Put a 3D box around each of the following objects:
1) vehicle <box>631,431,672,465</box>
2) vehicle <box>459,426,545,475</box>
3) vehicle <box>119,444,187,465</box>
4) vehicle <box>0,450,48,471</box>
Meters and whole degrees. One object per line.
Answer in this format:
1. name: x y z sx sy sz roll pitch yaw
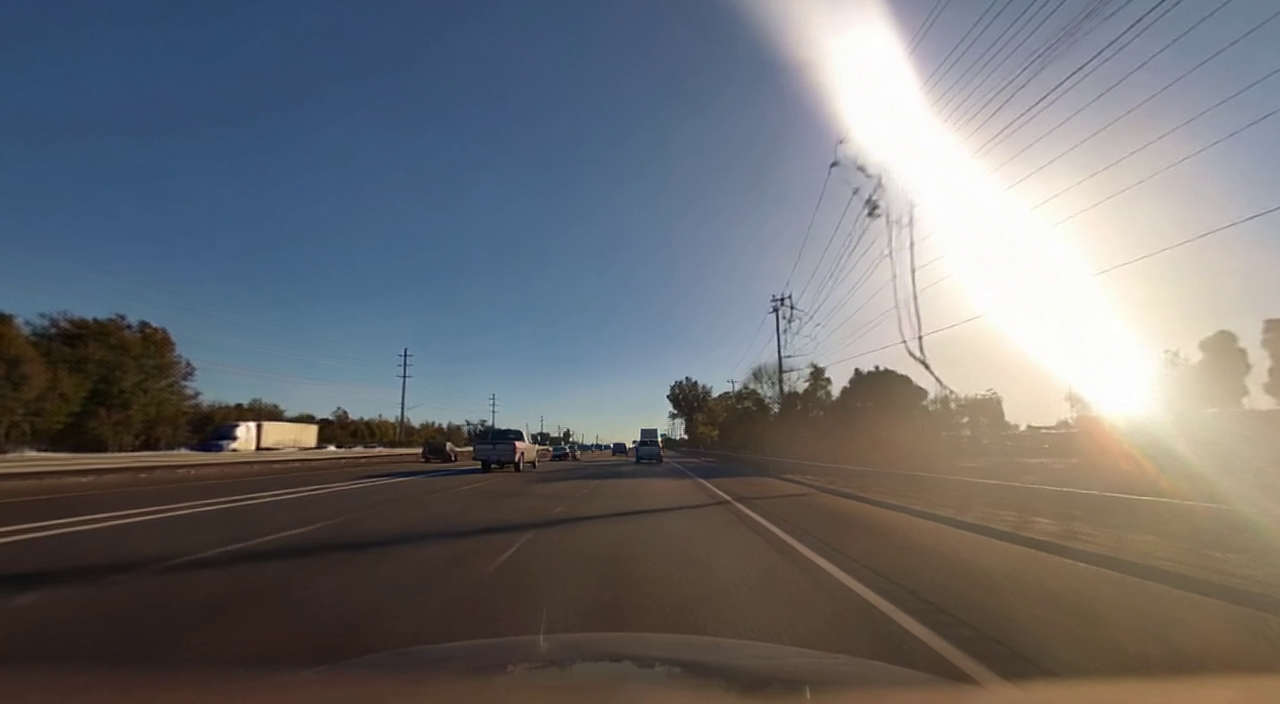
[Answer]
1. vehicle: 0.692 6.141 40.352 2.448 2.025 5.193 0 -8 0
2. vehicle: -6.175 4.531 29.211 2.460 1.992 6.474 0 -8 1
3. vehicle: -35.617 7.479 46.278 1.728 1.444 3.997 0 -8 1
4. vehicle: -46.277 7.903 46.005 1.755 1.457 4.514 0 -8 1
